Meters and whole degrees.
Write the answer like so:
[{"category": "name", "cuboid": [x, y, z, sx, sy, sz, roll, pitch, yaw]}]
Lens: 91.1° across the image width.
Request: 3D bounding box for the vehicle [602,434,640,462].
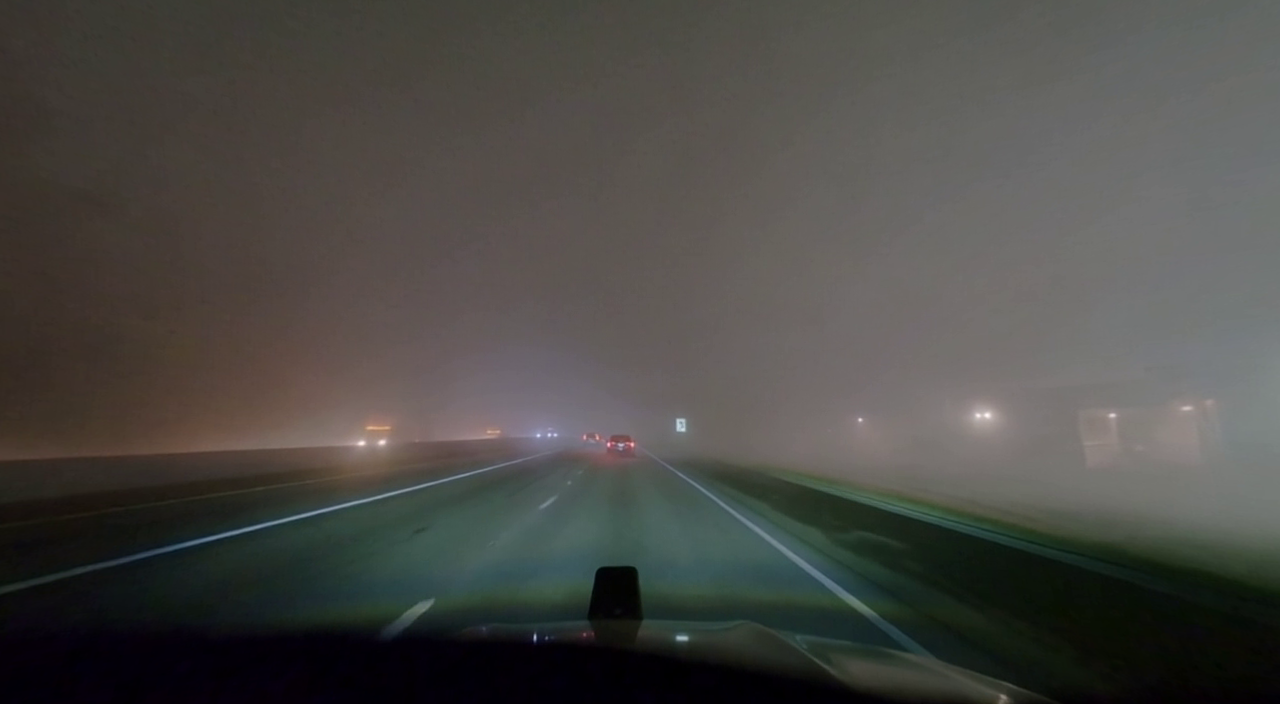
[{"category": "vehicle", "cuboid": [-1.048, 5.266, 34.712, 1.948, 1.470, 3.913, 0, -8, -2]}]
